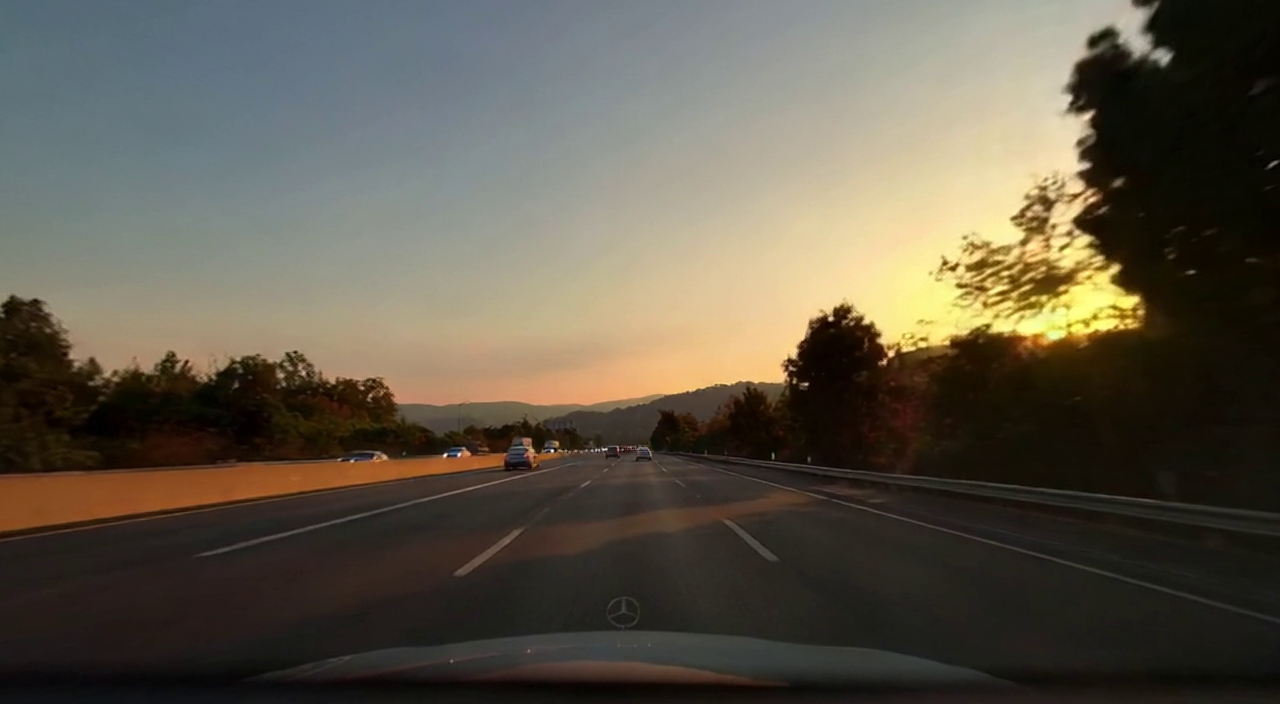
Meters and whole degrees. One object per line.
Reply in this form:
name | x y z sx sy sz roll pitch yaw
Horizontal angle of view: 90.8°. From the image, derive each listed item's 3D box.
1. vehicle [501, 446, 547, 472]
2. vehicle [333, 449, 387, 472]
vehicle | -7.242 6.731 39.880 1.973 1.494 4.419 0 -9 1
vehicle | -19.087 7.395 43.135 1.780 1.466 3.993 0 -9 1
